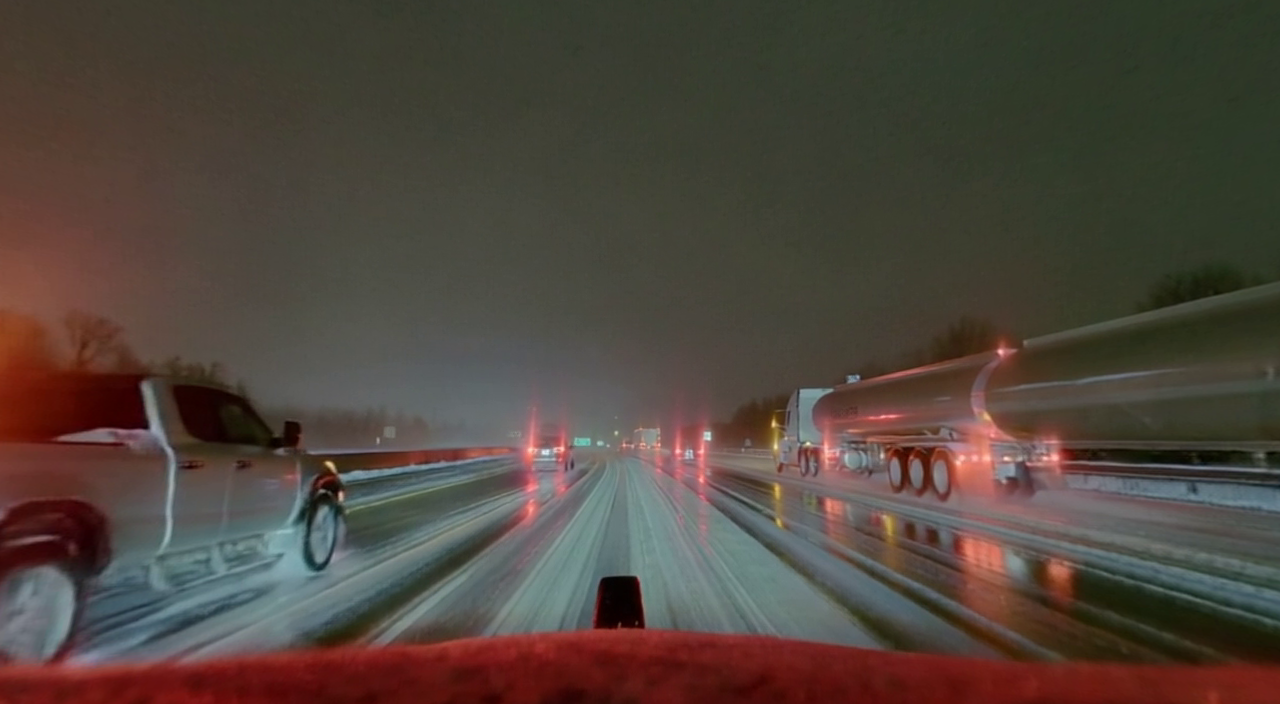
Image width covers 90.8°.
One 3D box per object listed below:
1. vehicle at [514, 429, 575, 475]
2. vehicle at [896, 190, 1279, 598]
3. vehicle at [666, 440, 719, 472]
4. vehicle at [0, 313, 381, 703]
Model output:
[{"bbox_3d":[-4.180,4.454,28.253,2.149,1.843,4.348,0,-8,-2],"label":"vehicle"},{"bbox_3d":[7.456,0.835,8.686,3.554,3.573,10.307,0,-8,0],"label":"vehicle"},{"bbox_3d":[2.636,5.336,32.586,2.053,1.510,4.400,1,-9,-4],"label":"vehicle"},{"bbox_3d":[-4.282,0.939,4.142,2.684,1.839,5.803,0,-9,0],"label":"vehicle"}]
